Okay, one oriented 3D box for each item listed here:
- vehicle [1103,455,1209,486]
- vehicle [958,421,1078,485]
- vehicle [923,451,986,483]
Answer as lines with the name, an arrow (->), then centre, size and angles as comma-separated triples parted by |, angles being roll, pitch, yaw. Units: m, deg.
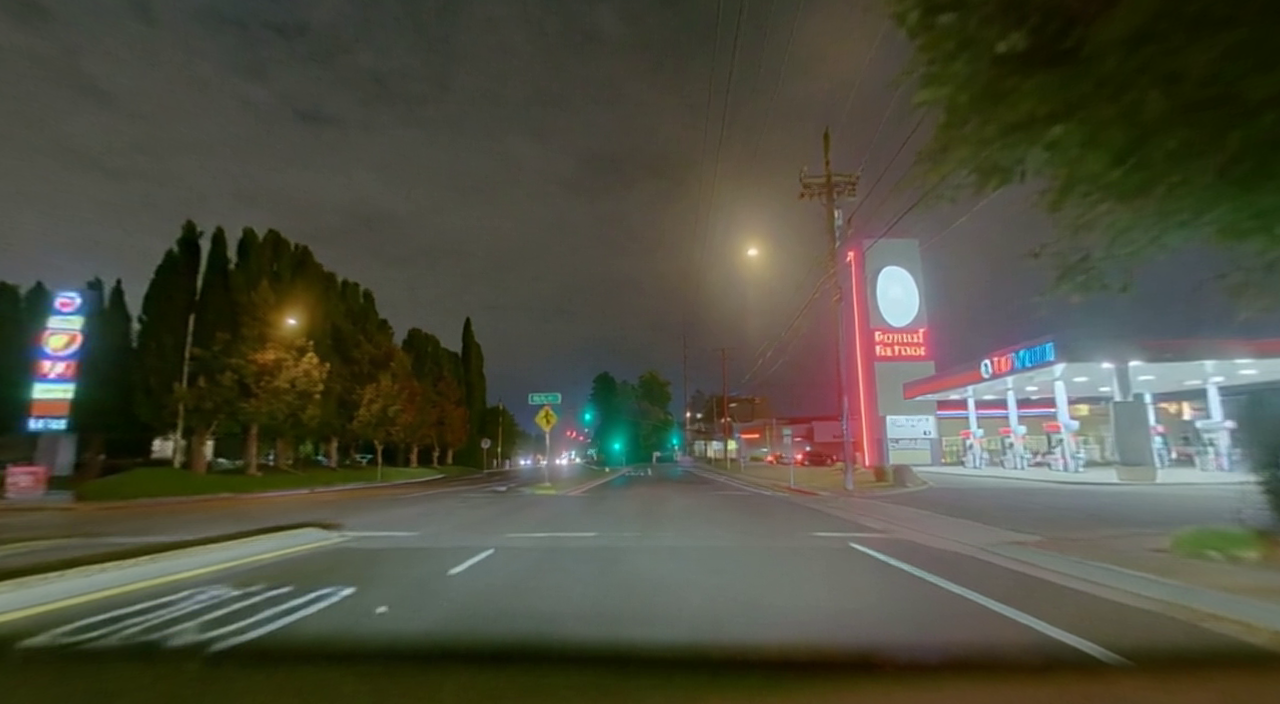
vehicle -> 26.597, 6.099, 32.773 | 2.113, 1.461, 3.997 | 0, -9, 1
vehicle -> 19.011, 5.106, 32.268 | 2.642, 2.930, 5.826 | -1, -8, 3
vehicle -> 19.501, 7.116, 39.403 | 2.041, 1.674, 4.301 | 3, -8, 4
